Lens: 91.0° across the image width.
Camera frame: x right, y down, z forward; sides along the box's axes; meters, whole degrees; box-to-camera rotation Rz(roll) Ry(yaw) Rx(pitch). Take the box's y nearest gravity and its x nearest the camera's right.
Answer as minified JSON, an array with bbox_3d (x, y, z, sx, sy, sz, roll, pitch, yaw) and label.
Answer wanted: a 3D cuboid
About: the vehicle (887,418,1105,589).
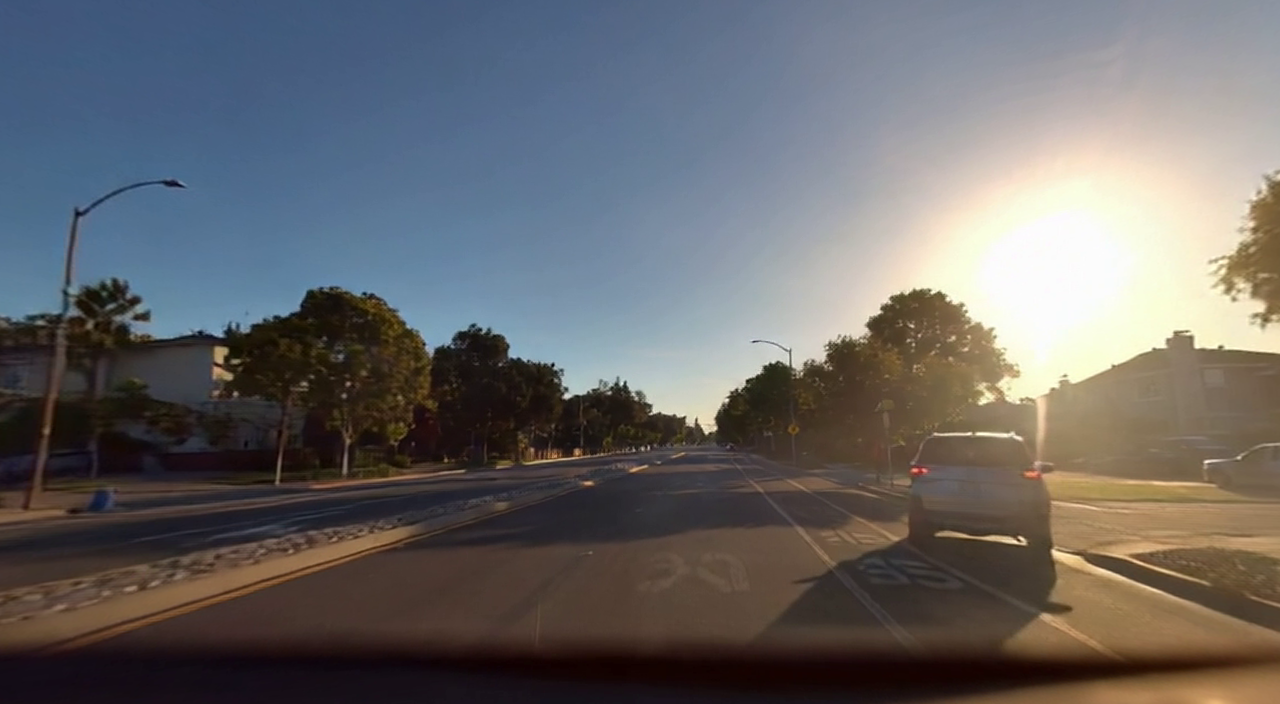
[{"bbox_3d":[5.081,1.884,8.942,2.018,1.733,4.546,-5,-9,32],"label":"vehicle"}]

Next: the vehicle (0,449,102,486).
[{"bbox_3d":[-32.765,6.288,34.760,1.918,1.796,4.703,0,-8,0],"label":"vehicle"}]
